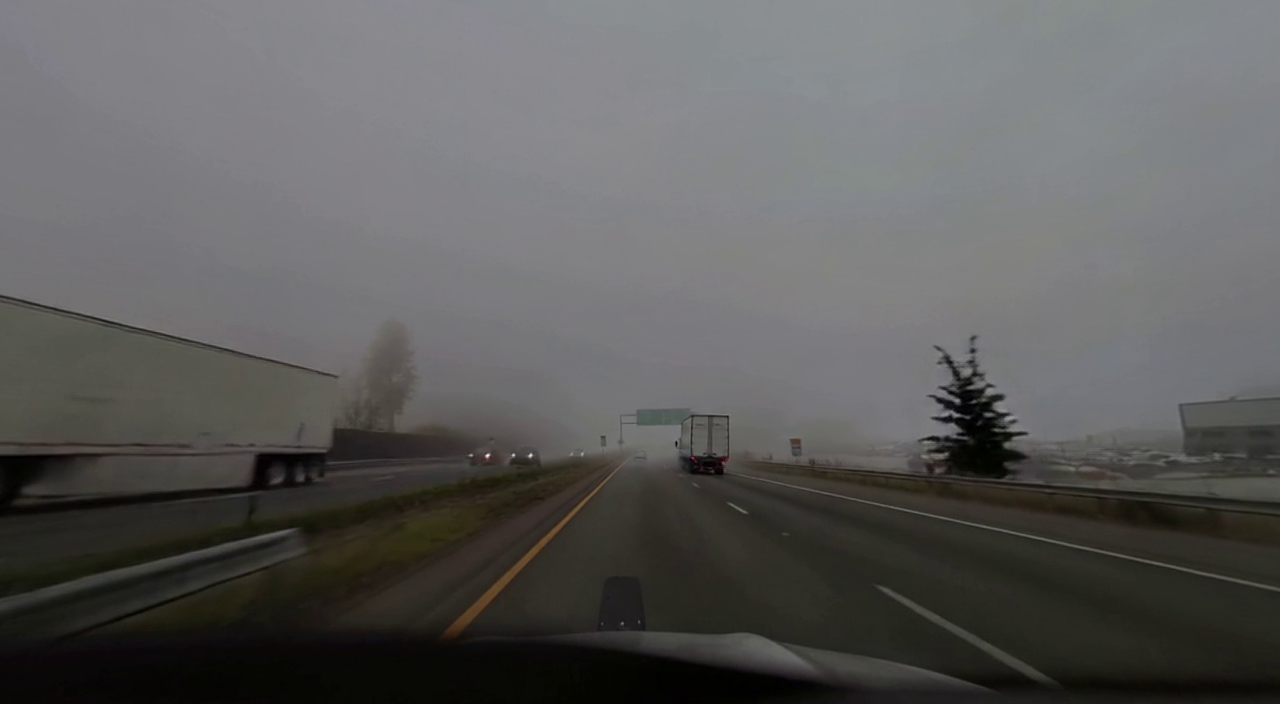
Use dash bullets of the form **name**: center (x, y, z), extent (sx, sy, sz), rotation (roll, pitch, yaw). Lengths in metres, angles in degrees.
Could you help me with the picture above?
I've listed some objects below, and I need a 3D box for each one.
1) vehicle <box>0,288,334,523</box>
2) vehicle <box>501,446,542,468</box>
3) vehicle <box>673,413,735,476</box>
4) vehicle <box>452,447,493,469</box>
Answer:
- **vehicle**: center (-12.656, 1.612, 15.476), extent (2.951, 4.056, 14.865), rotation (0, -9, 0)
- **vehicle**: center (-8.896, 7.935, 47.651), extent (2.213, 1.567, 4.564), rotation (0, -9, 1)
- **vehicle**: center (4.523, 7.052, 48.109), extent (3.038, 4.047, 13.741), rotation (0, -8, -1)
- **vehicle**: center (-12.568, 7.972, 47.601), extent (1.909, 1.583, 4.285), rotation (0, -9, 0)
